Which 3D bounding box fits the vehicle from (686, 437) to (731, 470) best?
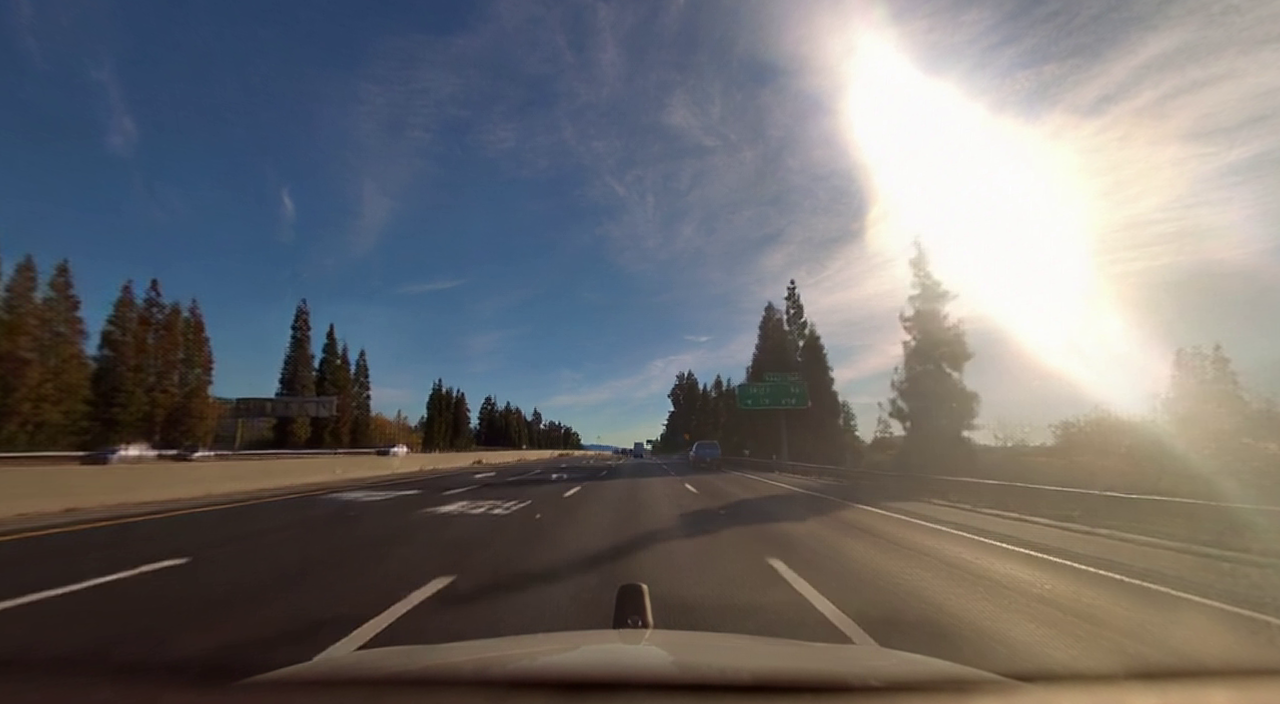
[{"bbox_3d":[4.185,6.284,39.244,2.172,1.930,4.879,0,-8,-1],"label":"vehicle"}]
